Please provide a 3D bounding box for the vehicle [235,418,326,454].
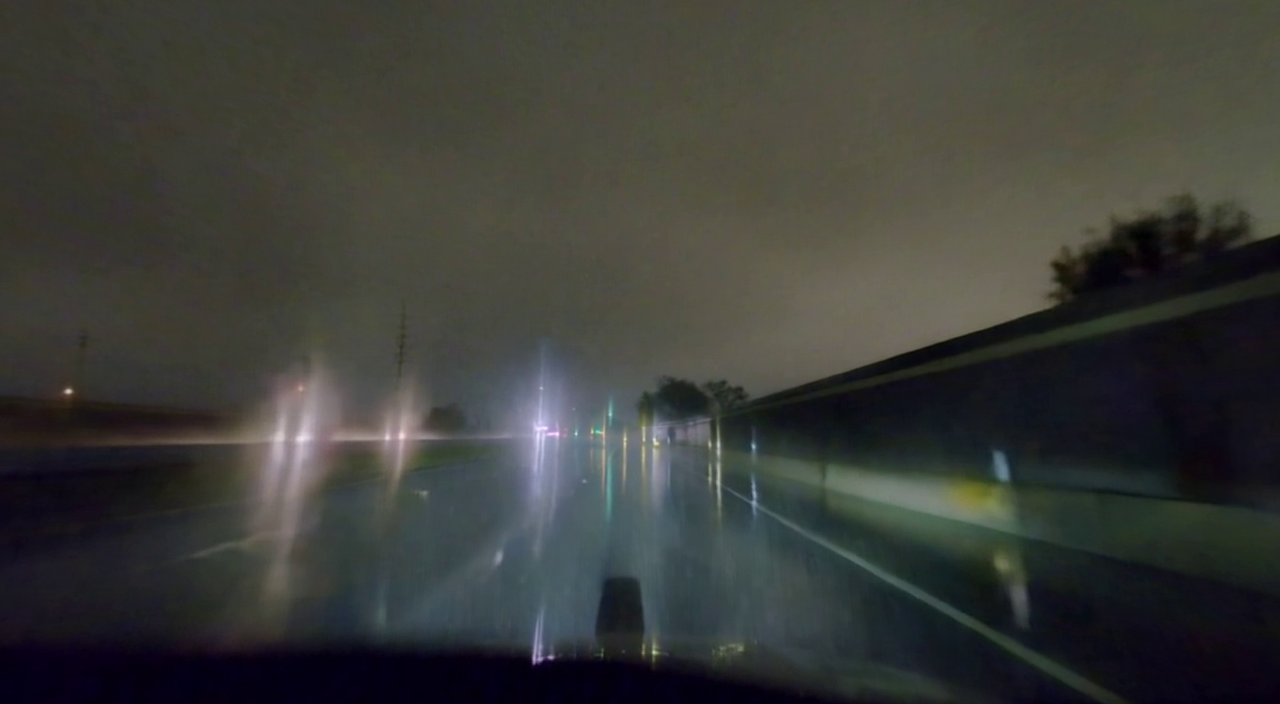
[{"bbox_3d":[-19.350,4.568,34.110,2.025,1.777,4.929,0,-8,0],"label":"vehicle"}]
